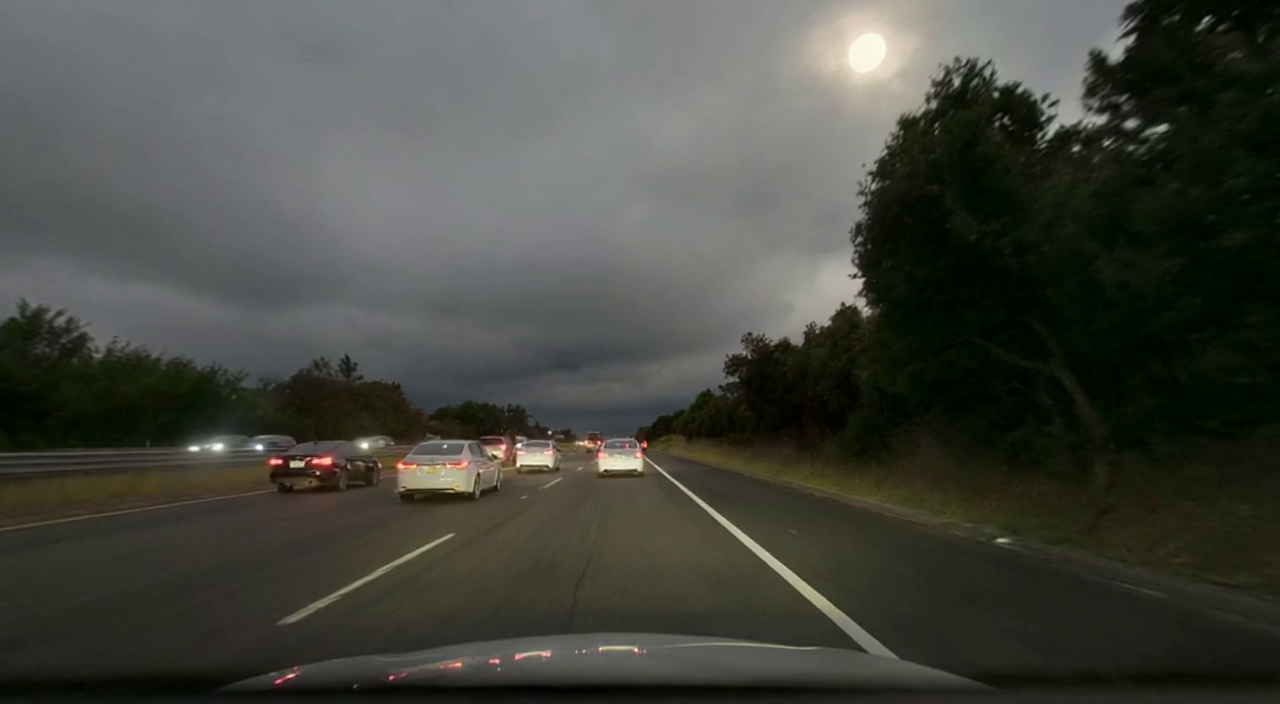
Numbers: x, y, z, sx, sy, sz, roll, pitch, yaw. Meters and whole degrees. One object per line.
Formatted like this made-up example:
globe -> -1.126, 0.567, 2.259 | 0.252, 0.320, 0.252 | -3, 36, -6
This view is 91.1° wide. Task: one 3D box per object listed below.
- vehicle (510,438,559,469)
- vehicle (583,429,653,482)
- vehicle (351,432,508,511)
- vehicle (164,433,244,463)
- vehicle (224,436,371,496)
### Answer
vehicle -> -5.307, 5.124, 31.959 | 1.835, 1.432, 3.835 | 0, -8, 0
vehicle -> -0.738, 3.526, 21.773 | 2.178, 1.658, 3.916 | 0, -8, -1
vehicle -> -4.393, 2.526, 13.966 | 1.971, 1.464, 4.386 | 0, -8, 0
vehicle -> -25.650, 5.638, 37.133 | 1.887, 1.644, 4.075 | 0, -8, -2
vehicle -> -9.293, 3.074, 17.460 | 1.850, 1.439, 3.932 | 0, -8, 0
